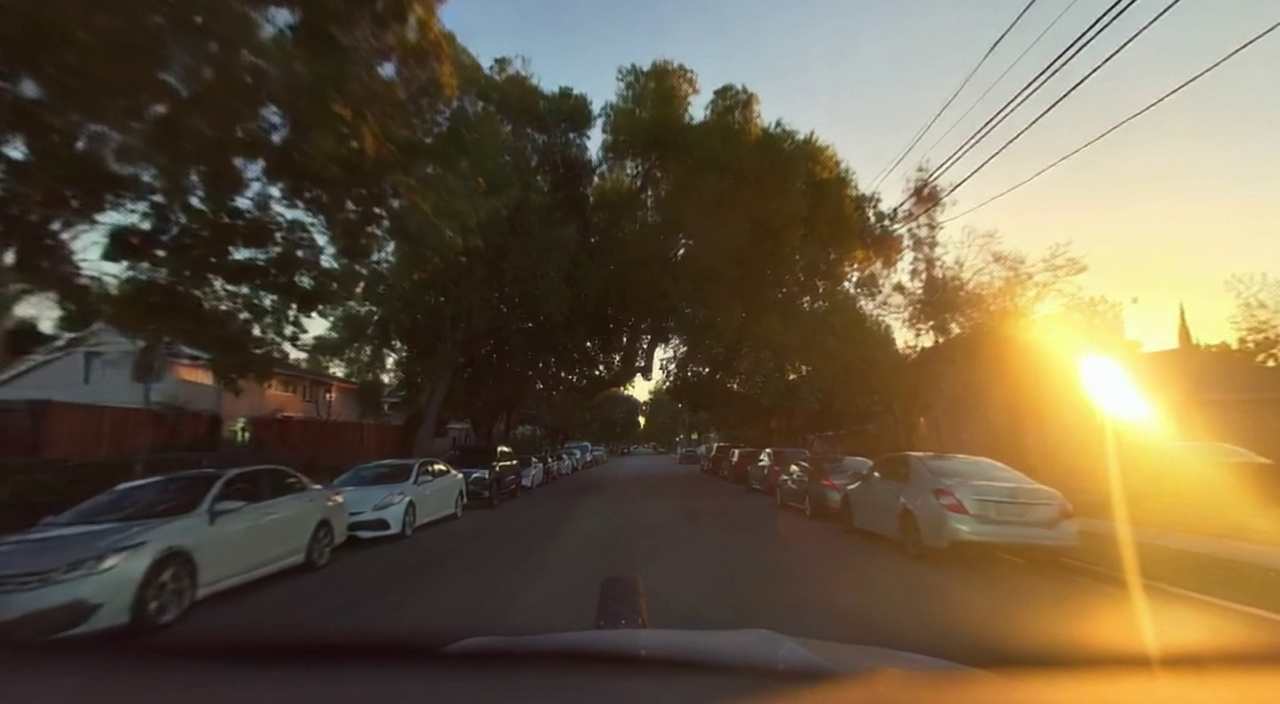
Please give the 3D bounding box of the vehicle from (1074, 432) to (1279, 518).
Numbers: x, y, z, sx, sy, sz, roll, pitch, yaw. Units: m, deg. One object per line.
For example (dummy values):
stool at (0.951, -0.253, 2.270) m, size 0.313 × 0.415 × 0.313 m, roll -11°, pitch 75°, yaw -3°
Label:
vehicle at (11.144, 2.392, 12.630) m, size 1.968 × 1.446 × 3.961 m, roll 0°, pitch -9°, yaw 1°

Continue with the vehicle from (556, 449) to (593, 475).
vehicle at (-4.366, 7.408, 42.361) m, size 2.013 × 1.645 × 4.318 m, roll 0°, pitch -9°, yaw 0°

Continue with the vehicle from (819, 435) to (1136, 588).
vehicle at (4.047, 1.961, 8.602) m, size 1.862 × 1.525 × 4.421 m, roll 0°, pitch -9°, yaw 0°

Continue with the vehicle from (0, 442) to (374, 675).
vehicle at (-4.556, 1.773, 6.530) m, size 1.870 × 1.562 × 4.212 m, roll -2°, pitch -8°, yaw -2°

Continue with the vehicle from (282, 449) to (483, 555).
vehicle at (-4.435, 2.604, 11.735) m, size 1.920 × 1.501 × 4.552 m, roll -1°, pitch -8°, yaw -1°
